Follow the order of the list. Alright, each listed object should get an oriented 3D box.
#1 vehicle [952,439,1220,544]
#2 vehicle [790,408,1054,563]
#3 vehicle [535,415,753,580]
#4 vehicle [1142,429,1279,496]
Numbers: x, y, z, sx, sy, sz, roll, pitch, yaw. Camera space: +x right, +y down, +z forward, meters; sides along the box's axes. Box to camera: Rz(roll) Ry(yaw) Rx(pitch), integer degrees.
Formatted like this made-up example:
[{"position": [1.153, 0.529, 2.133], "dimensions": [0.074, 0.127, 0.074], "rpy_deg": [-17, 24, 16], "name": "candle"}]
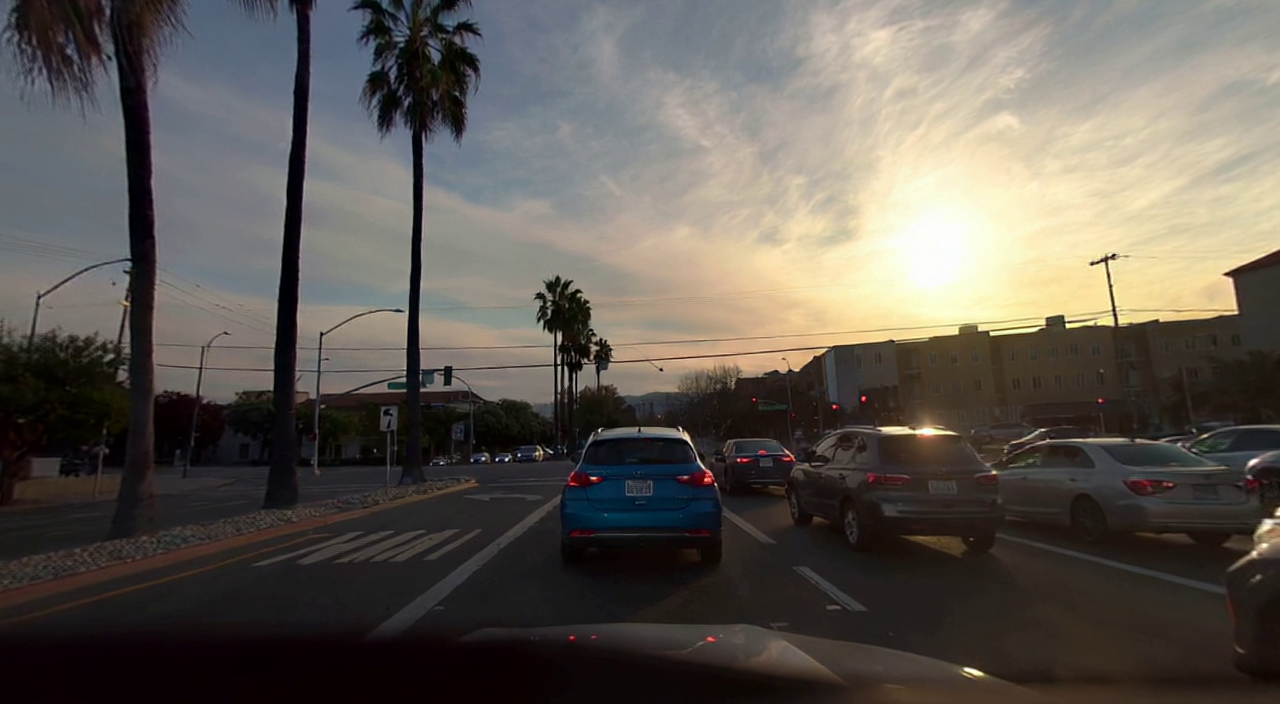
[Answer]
[{"position": [7.365, 2.294, 11.055], "dimensions": [1.832, 1.477, 3.981], "rpy_deg": [0, -9, 1], "name": "vehicle"}, {"position": [3.671, 1.819, 9.252], "dimensions": [1.947, 1.725, 4.159], "rpy_deg": [0, -9, 1], "name": "vehicle"}, {"position": [0.031, 1.706, 8.133], "dimensions": [2.083, 1.572, 4.021], "rpy_deg": [0, -9, 0], "name": "vehicle"}, {"position": [18.043, 3.207, 18.506], "dimensions": [4.786, 1.848, 2.107], "rpy_deg": [0, -9, -1], "name": "vehicle"}]
